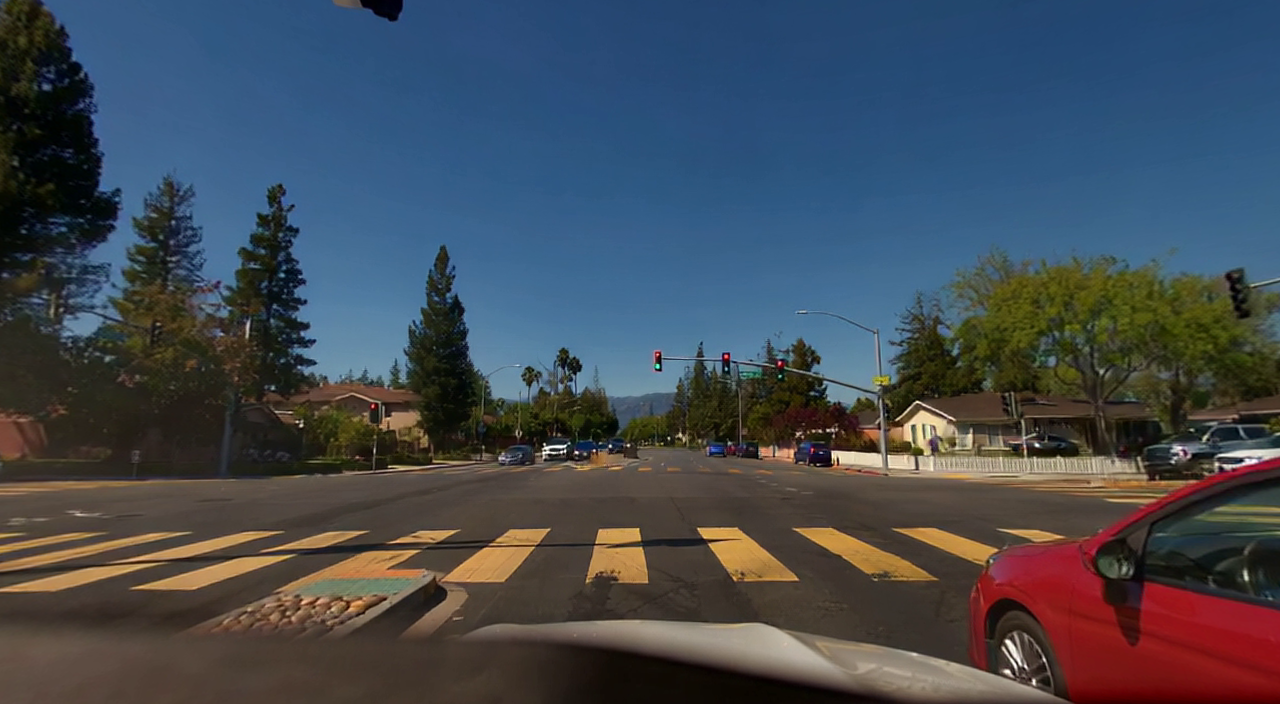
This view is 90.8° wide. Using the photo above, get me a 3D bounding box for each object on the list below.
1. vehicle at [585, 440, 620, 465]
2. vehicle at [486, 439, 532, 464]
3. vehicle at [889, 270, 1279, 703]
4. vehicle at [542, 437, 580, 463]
[{"bbox_3d":[-2.392,6.600,41.607,2.046,1.491,4.118,0,-9,0],"label":"vehicle"},{"bbox_3d":[-8.949,6.858,43.629,2.028,1.654,5.027,0,-9,1],"label":"vehicle"},{"bbox_3d":[2.709,0.709,1.722,2.085,1.800,4.908,0,-9,1],"label":"vehicle"},{"bbox_3d":[-5.529,6.910,44.479,2.091,1.707,4.157,0,-9,1],"label":"vehicle"}]
